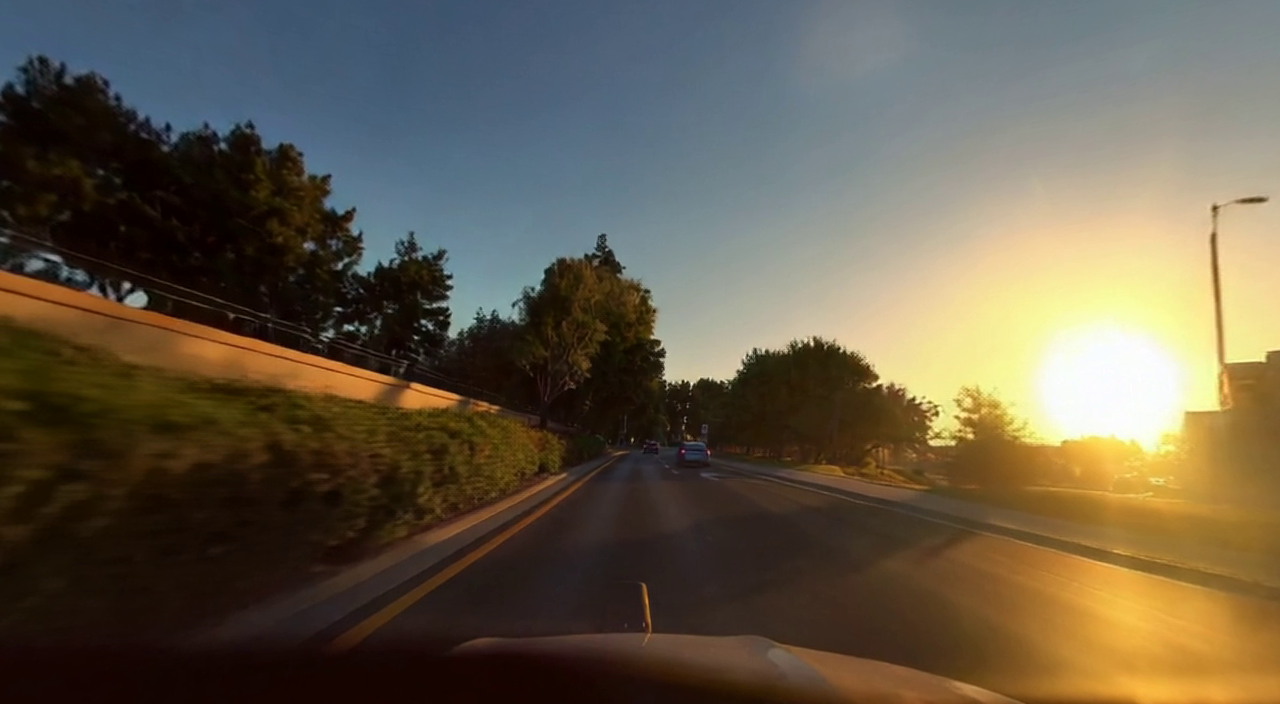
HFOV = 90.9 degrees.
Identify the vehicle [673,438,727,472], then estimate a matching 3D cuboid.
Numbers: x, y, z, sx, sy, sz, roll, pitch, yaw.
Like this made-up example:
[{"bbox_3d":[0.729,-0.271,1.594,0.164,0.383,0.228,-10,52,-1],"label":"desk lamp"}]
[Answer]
[{"bbox_3d":[2.706,4.764,29.491,1.956,1.473,4.640,0,-8,-1],"label":"vehicle"}]
